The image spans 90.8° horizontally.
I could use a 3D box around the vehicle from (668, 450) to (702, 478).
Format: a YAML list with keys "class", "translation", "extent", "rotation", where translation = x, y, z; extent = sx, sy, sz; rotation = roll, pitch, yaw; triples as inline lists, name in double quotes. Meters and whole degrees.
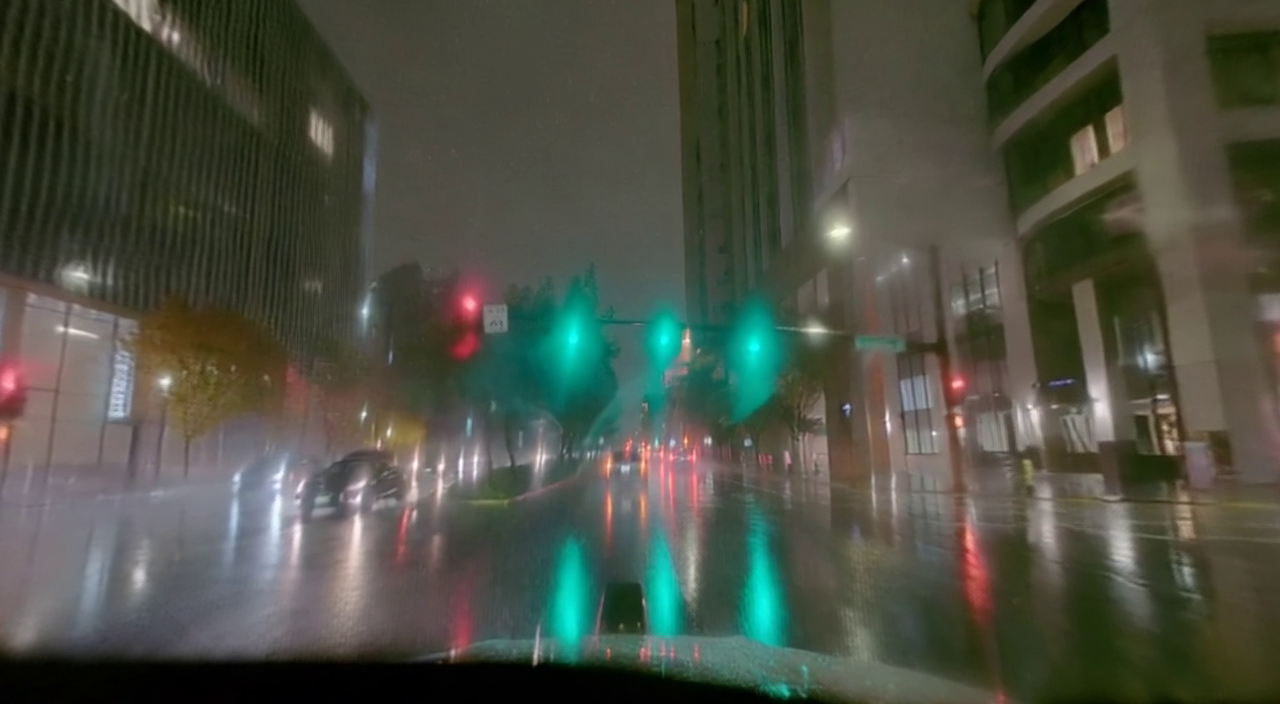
- class: "vehicle"
  translation: [3.239, 8.101, 46.009]
  extent: [2.078, 1.799, 4.089]
  rotation: [1, -8, 0]

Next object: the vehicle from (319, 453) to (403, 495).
- class: "vehicle"
  translation: [-12.483, 5.437, 28.608]
  extent: [2.000, 1.507, 4.286]
  rotation: [-3, -7, -2]

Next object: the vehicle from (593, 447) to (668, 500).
- class: "vehicle"
  translation: [-0.306, 3.797, 20.166]
  extent: [2.144, 1.398, 3.963]
  rotation: [2, -8, -1]

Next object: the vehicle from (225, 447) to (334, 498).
- class: "vehicle"
  translation: [-15.788, 5.262, 28.058]
  extent: [2.119, 1.815, 4.795]
  rotation: [-3, -7, -1]
